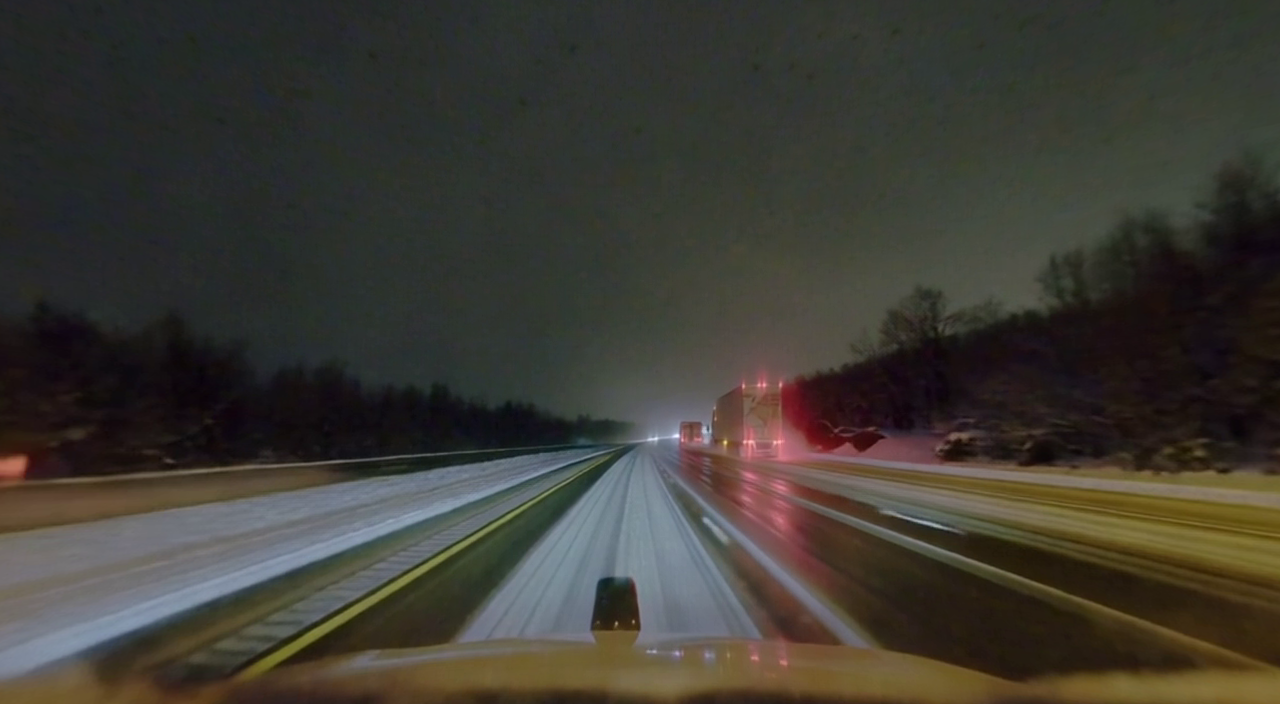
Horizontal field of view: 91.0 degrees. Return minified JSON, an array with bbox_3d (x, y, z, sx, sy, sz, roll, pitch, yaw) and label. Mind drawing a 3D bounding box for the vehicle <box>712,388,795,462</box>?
[{"bbox_3d":[7.154,5.076,42.321,2.885,4.075,13.981,0,-8,0],"label":"vehicle"}]
